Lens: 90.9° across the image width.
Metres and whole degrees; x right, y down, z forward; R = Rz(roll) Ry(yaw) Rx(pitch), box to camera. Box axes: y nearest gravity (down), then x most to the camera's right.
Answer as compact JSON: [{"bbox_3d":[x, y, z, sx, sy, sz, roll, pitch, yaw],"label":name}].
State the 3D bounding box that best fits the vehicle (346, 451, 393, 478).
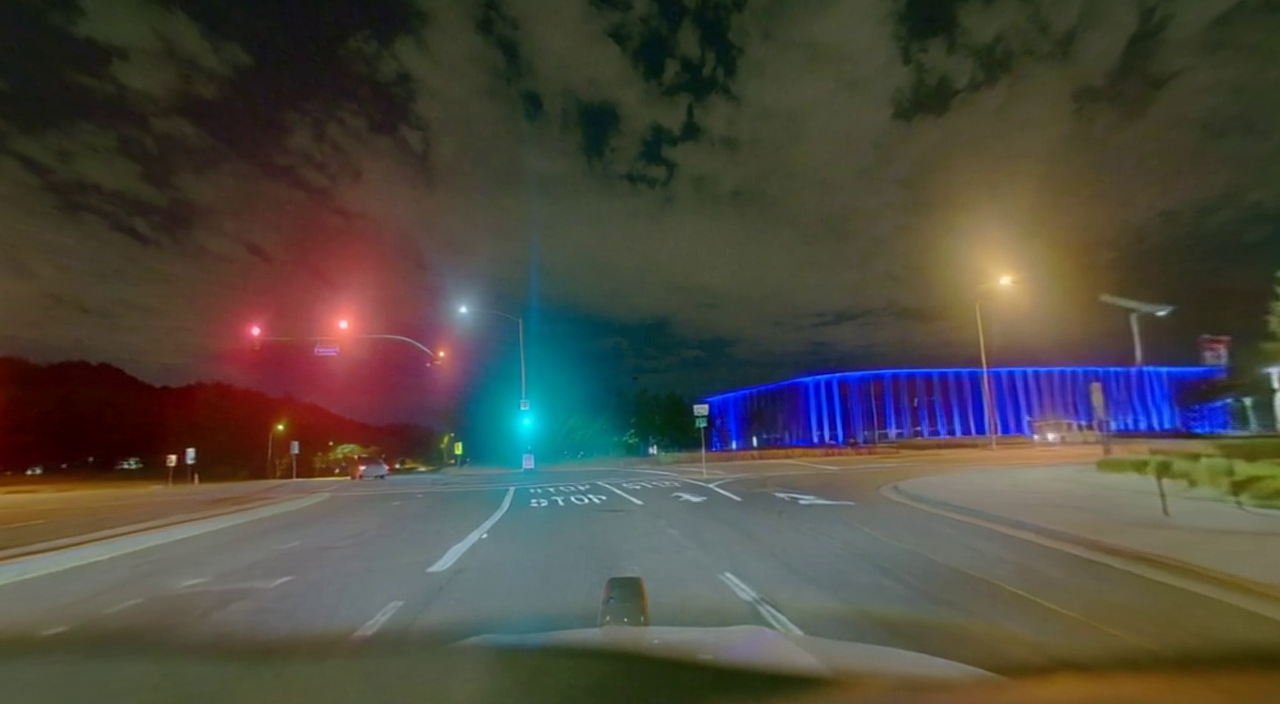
[{"bbox_3d":[-20.889,8.642,48.564,2.336,1.923,5.570,6,-11,-32],"label":"vehicle"}]
